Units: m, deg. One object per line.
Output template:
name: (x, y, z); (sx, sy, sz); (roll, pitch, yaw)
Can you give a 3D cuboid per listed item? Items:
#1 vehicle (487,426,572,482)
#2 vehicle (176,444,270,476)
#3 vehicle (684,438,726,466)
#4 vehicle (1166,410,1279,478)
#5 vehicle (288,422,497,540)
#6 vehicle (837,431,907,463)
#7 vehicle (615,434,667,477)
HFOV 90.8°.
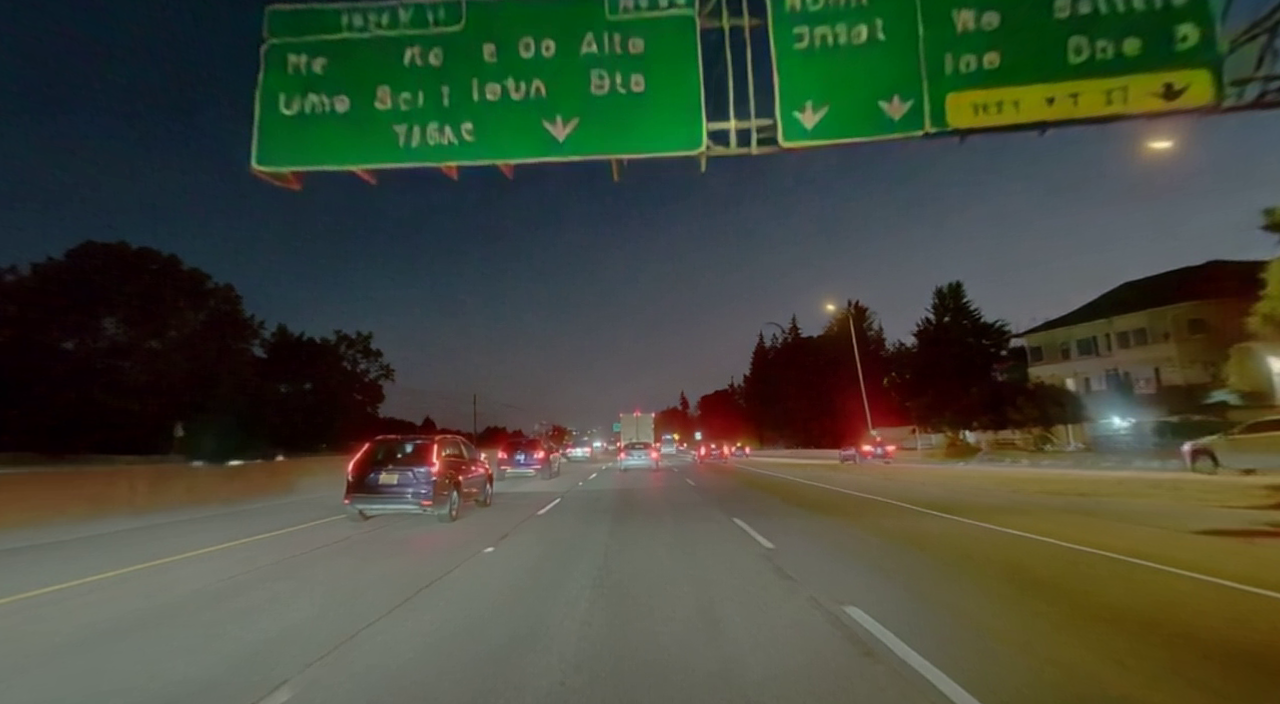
vehicle: (-4.169, 3.994, 24.860); (2.301, 1.944, 5.482); (0, -9, 1)
vehicle: (-25.125, 6.505, 38.323); (2.231, 1.768, 4.901); (0, -9, 3)
vehicle: (3.846, 5.991, 38.007); (2.027, 1.554, 4.252); (0, -9, -1)
vehicle: (15.112, 2.074, 14.277); (1.905, 1.490, 4.826); (1, -9, -7)
vehicle: (-3.989, 2.141, 11.065); (1.988, 1.668, 4.021); (0, -9, 0)
vehicle: (13.085, 5.412, 35.879); (2.048, 1.674, 4.106); (1, -9, -6)
vehicle: (0.055, 4.436, 27.305); (2.063, 1.703, 4.203); (0, -9, 0)
